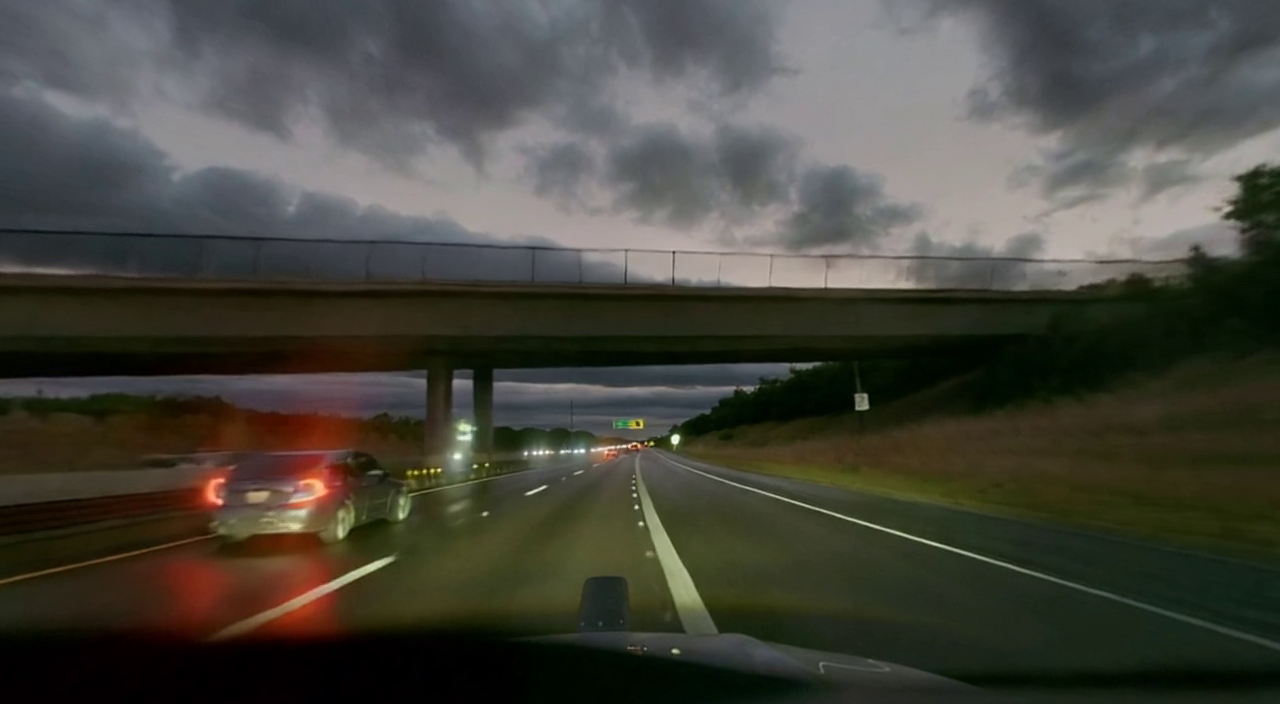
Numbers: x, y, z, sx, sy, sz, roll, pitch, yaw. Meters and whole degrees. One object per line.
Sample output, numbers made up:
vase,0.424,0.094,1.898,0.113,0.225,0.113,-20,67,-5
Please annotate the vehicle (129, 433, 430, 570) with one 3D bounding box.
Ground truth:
vehicle,-4.802,2.026,9.297,2.055,1.535,4.073,0,-9,-1
